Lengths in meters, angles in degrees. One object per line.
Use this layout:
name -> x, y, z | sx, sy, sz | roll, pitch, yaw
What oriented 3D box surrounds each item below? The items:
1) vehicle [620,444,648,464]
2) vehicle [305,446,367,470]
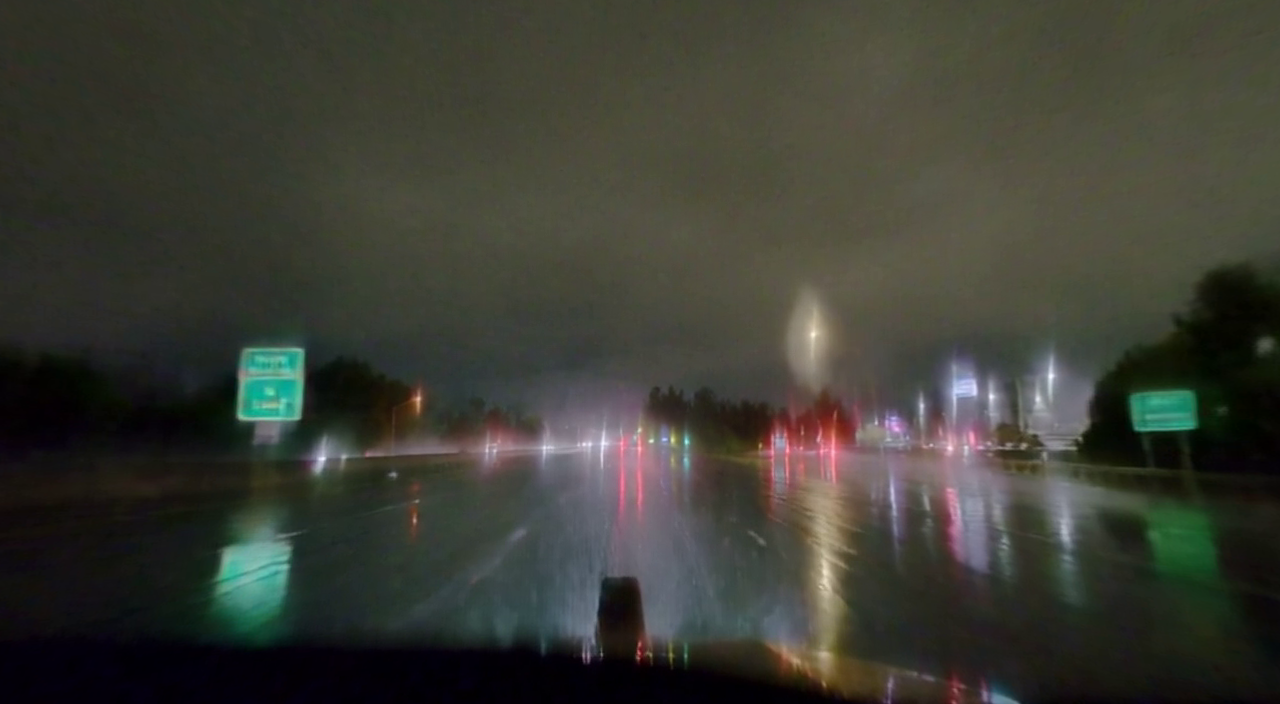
vehicle -> -0.454, 7.818, 48.565 | 2.025, 1.460, 4.189 | 0, -8, -1
vehicle -> -21.076, 7.339, 44.031 | 1.959, 1.530, 4.569 | 0, -8, 1
